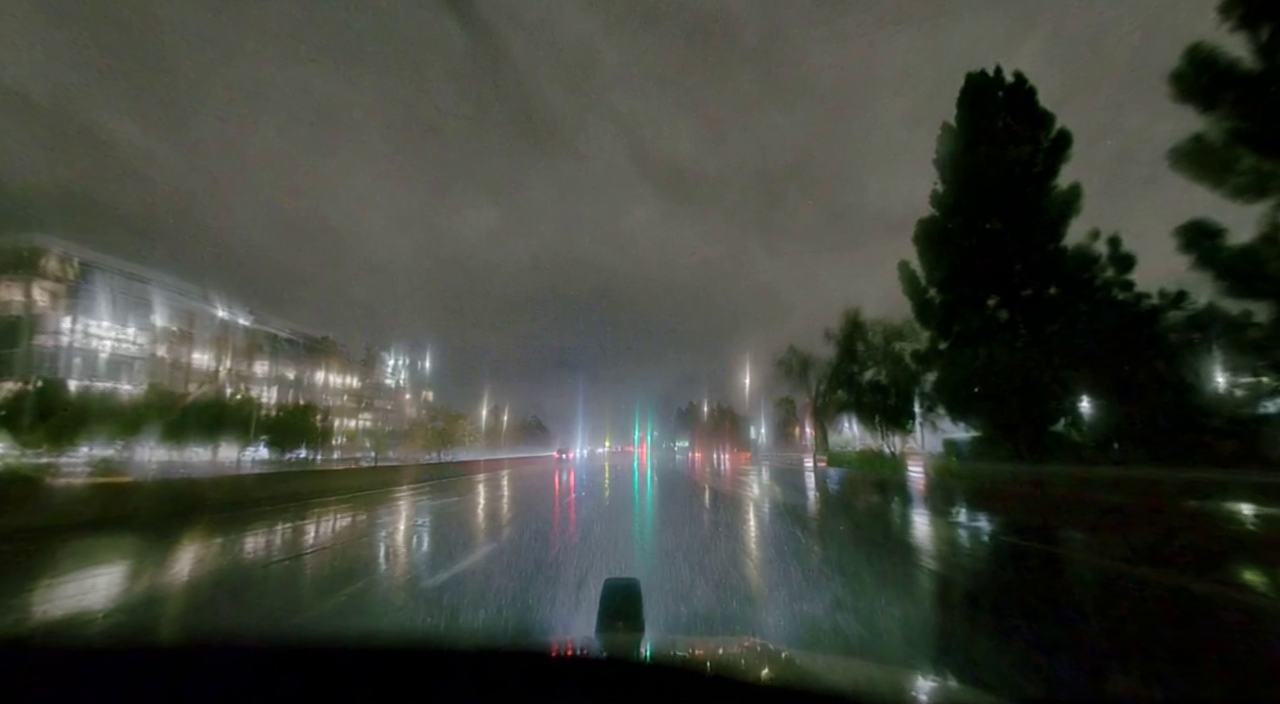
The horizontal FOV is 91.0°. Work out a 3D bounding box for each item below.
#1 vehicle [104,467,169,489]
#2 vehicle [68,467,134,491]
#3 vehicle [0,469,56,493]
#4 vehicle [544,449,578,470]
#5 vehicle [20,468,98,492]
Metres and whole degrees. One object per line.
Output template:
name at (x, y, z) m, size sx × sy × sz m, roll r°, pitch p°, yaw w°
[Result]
vehicle at (-39.397, 9.865, 49.273) m, size 4.005 × 1.443 × 1.819 m, roll -5°, pitch -9°, yaw 14°
vehicle at (-39.951, 9.415, 46.699) m, size 3.623 × 1.465 × 1.725 m, roll -5°, pitch -9°, yaw 11°
vehicle at (-40.982, 8.460, 41.381) m, size 3.676 × 1.466 × 1.819 m, roll -2°, pitch -9°, yaw 12°
vehicle at (-6.144, 8.408, 49.537) m, size 2.034 × 1.539 × 4.419 m, roll 0°, pitch -9°, yaw 1°
vehicle at (-40.603, 8.939, 44.003) m, size 4.033 × 1.451 × 1.834 m, roll -4°, pitch -9°, yaw 10°
